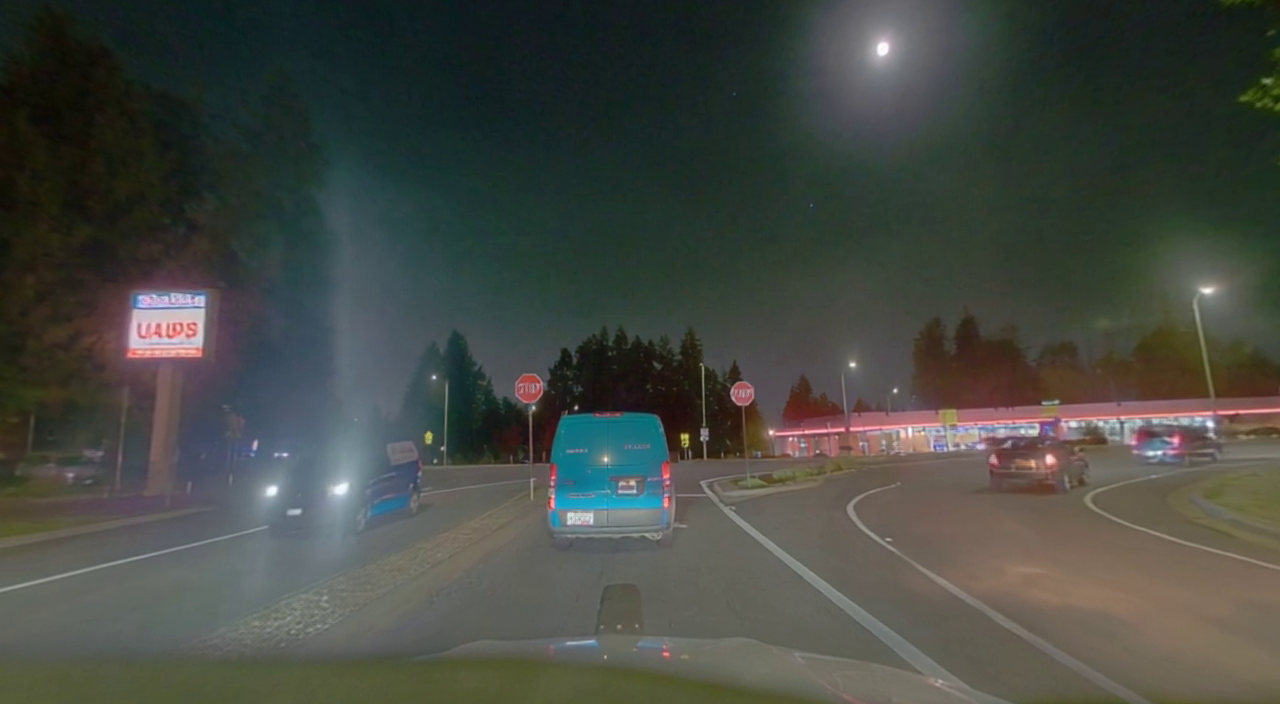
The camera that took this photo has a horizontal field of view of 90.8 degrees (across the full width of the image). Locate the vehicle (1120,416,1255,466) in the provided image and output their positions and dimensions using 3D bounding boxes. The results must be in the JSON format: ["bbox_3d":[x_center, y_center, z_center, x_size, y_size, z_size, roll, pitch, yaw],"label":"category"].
[{"bbox_3d":[23.260,3.790,26.850,4.946,1.973,2.204,4,-9,-23],"label":"vehicle"}]

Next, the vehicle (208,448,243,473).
[{"bbox_3d":[-29.925,7.801,45.700,1.913,1.682,4.120,5,-10,-32],"label":"vehicle"}]

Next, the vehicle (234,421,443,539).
[{"bbox_3d":[-5.176,2.237,11.703,1.985,1.710,4.651,1,-9,-6],"label":"vehicle"}]

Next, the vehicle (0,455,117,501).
[{"bbox_3d":[-21.393,4.394,22.363,2.038,1.392,4.362,0,-9,-1],"label":"vehicle"}]

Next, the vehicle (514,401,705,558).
[{"bbox_3d":[-0.295,1.846,9.768,2.237,1.828,4.546,0,-9,2],"label":"vehicle"}]

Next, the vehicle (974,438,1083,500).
[{"bbox_3d":[11.147,3.240,17.971,2.079,1.504,4.828,-6,-11,36],"label":"vehicle"}]
